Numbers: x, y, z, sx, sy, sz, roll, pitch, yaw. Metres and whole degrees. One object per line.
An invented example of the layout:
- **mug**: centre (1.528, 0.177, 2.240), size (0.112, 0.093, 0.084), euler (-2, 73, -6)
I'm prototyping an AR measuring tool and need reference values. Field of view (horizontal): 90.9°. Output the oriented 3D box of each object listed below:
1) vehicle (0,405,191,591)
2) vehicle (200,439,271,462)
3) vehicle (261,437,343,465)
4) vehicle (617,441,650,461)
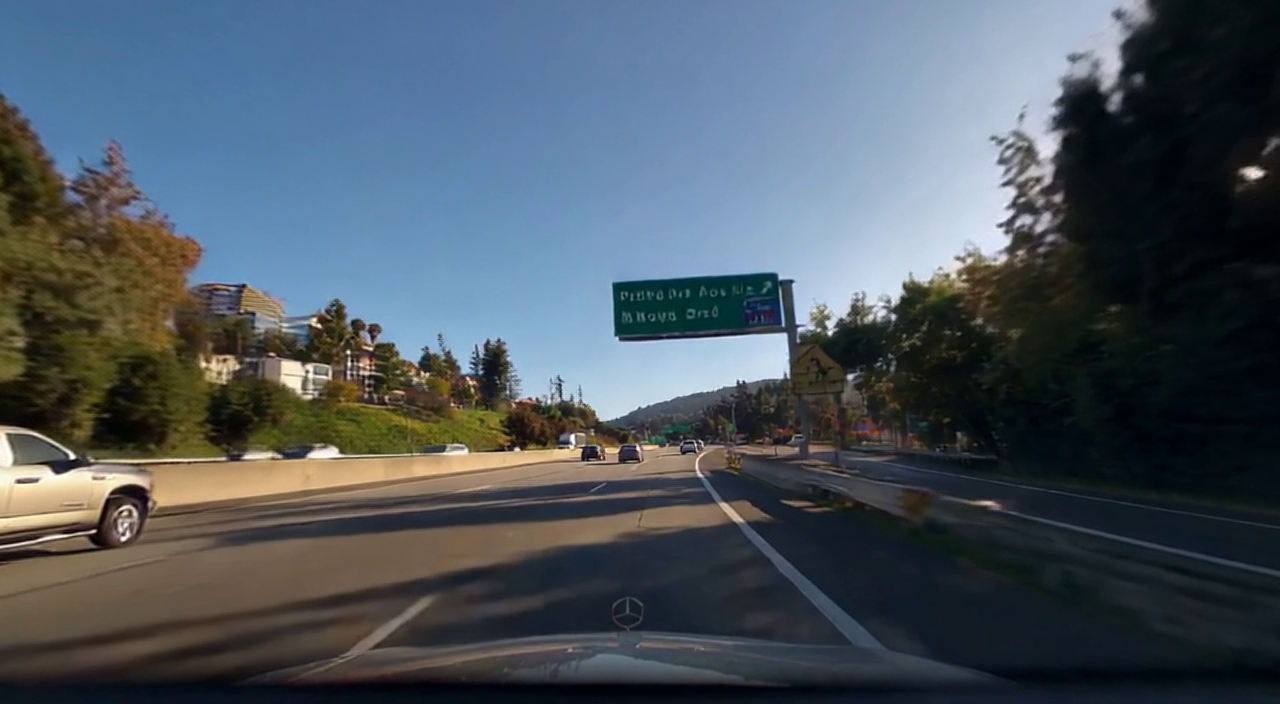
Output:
- **vehicle**: centre (-6.651, 1.264, 5.394), size (1.923, 1.630, 4.857), euler (0, -8, 2)
- **vehicle**: centre (-28.707, 6.990, 44.914), size (1.843, 1.589, 4.515), euler (-1, -8, 4)
- **vehicle**: centre (-21.544, 6.341, 40.541), size (2.046, 1.608, 5.332), euler (-1, -8, 4)
- **vehicle**: centre (-0.455, 7.765, 49.386), size (2.112, 1.489, 4.266), euler (-1, -8, 5)
